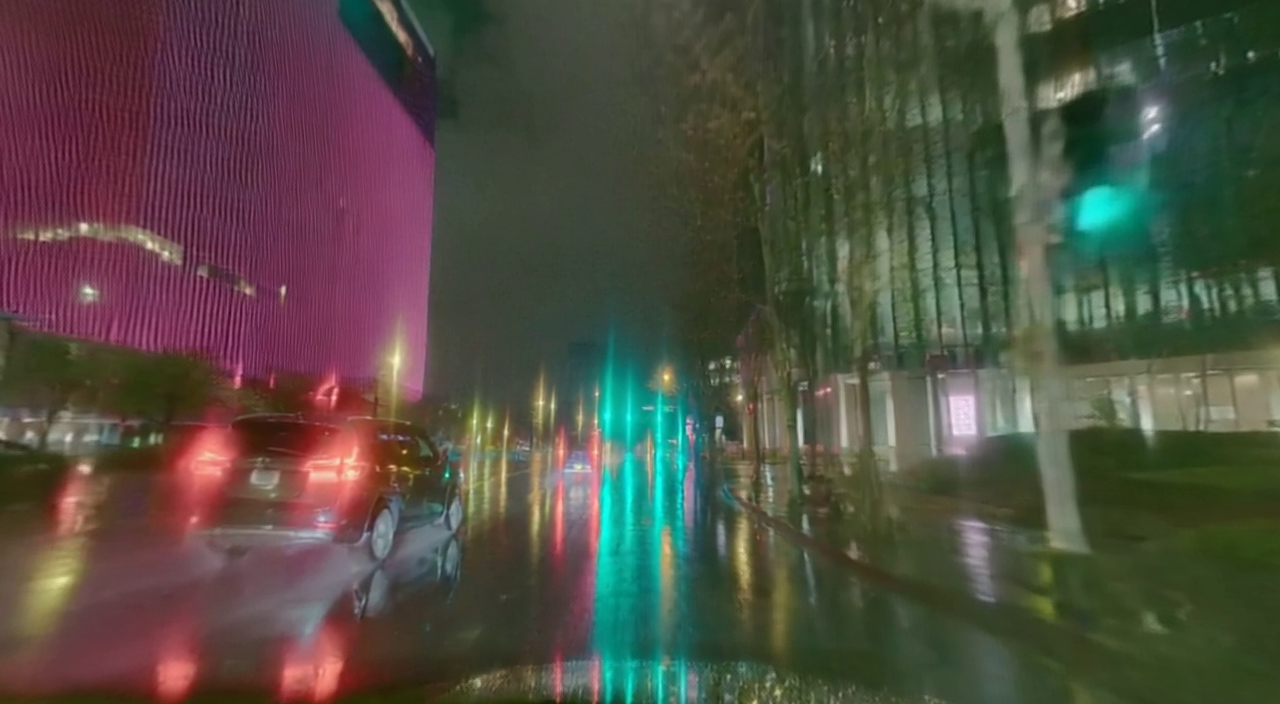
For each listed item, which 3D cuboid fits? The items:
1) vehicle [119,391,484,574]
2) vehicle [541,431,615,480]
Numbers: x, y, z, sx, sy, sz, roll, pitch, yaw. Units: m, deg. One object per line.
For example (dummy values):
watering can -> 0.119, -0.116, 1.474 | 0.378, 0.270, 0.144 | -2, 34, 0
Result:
vehicle -> -3.903, 1.624, 8.516 | 2.169, 1.741, 4.588 | 0, -9, 3
vehicle -> -2.504, 4.446, 27.119 | 2.384, 1.849, 5.009 | 0, -9, 3
